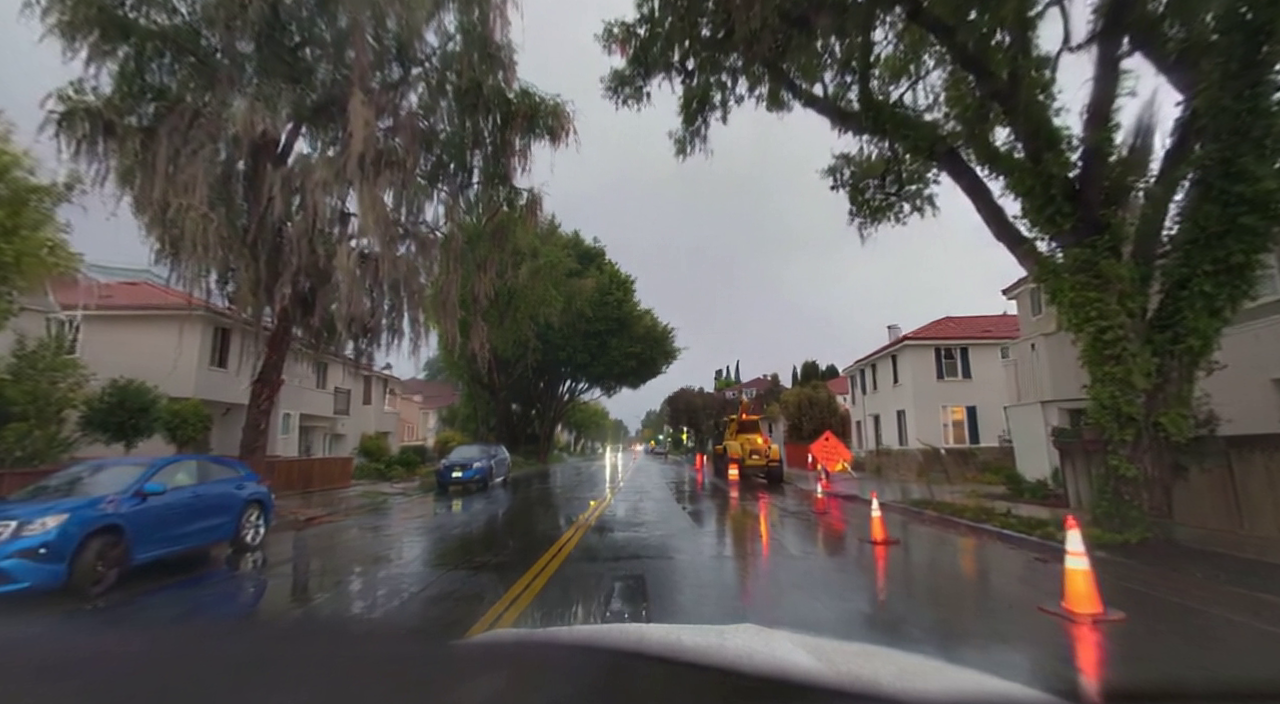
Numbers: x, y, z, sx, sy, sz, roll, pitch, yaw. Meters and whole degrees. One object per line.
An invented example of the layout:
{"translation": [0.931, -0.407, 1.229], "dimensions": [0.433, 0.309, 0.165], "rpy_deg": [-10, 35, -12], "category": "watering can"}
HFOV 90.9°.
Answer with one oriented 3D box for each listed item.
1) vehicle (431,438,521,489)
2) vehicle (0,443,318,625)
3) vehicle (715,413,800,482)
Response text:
{"translation": [-6.368, 4.357, 25.179], "dimensions": [2.220, 1.765, 4.799], "rpy_deg": [0, -7, 1], "category": "vehicle"}
{"translation": [-6.455, 1.996, 8.149], "dimensions": [1.974, 1.479, 4.888], "rpy_deg": [0, -7, 1], "category": "vehicle"}
{"translation": [4.723, 3.890, 25.925], "dimensions": [2.501, 2.613, 3.505], "rpy_deg": [1, -8, -6], "category": "vehicle"}
